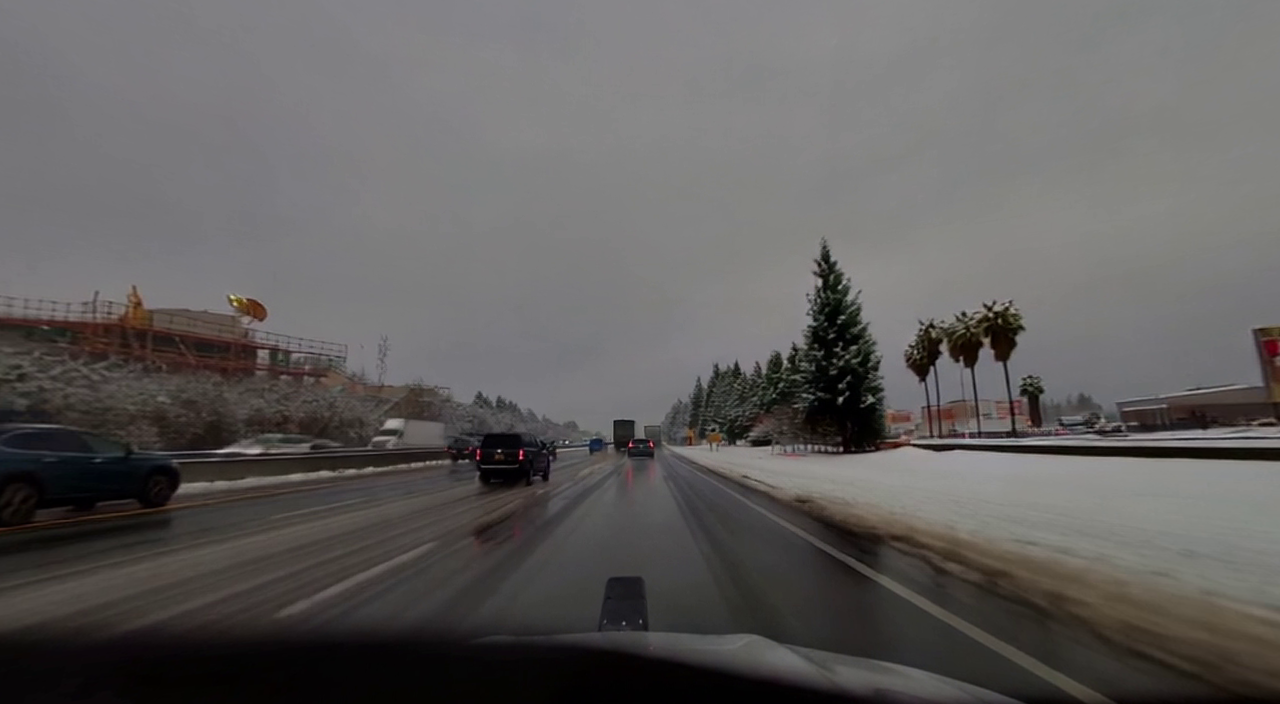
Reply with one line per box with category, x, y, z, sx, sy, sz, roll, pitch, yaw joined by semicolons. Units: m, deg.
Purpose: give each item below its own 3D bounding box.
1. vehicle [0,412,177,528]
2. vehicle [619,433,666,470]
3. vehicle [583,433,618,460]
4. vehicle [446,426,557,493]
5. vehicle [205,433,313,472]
vehicle;-11.070;2.054;11.276;2.007;1.815;4.558;-1;-8;1
vehicle;0.177;4.850;31.042;2.136;1.678;4.052;-1;-8;2
vehicle;-3.042;7.356;49.317;2.203;1.958;4.848;-1;-8;3
vehicle;-3.941;3.147;18.862;2.108;1.740;4.549;-1;-8;2
vehicle;-17.456;4.599;29.215;2.045;1.637;4.560;-1;-8;2
